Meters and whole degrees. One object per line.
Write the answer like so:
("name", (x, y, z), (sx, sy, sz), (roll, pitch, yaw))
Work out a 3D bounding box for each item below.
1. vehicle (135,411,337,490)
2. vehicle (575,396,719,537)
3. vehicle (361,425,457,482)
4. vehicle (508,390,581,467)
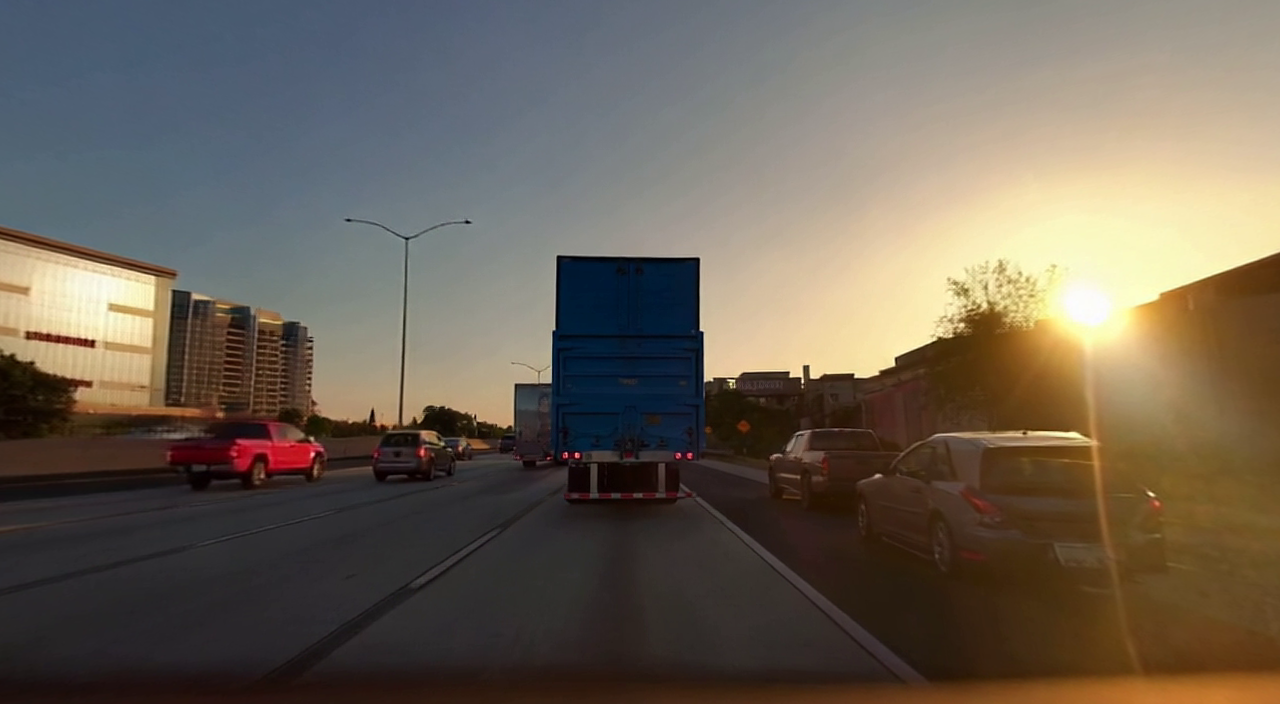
("vehicle", (-11.698, 2.951, 19.032), (2.240, 1.995, 5.854), (0, -9, -1))
("vehicle", (0.044, 1.859, 10.662), (1.947, 1.910, 4.040), (0, -9, -1))
("vehicle", (-7.828, 3.488, 21.827), (1.854, 1.740, 4.151), (0, -9, -2))
("vehicle", (-4.772, 4.132, 33.209), (2.814, 3.513, 8.529), (0, -9, -2))
